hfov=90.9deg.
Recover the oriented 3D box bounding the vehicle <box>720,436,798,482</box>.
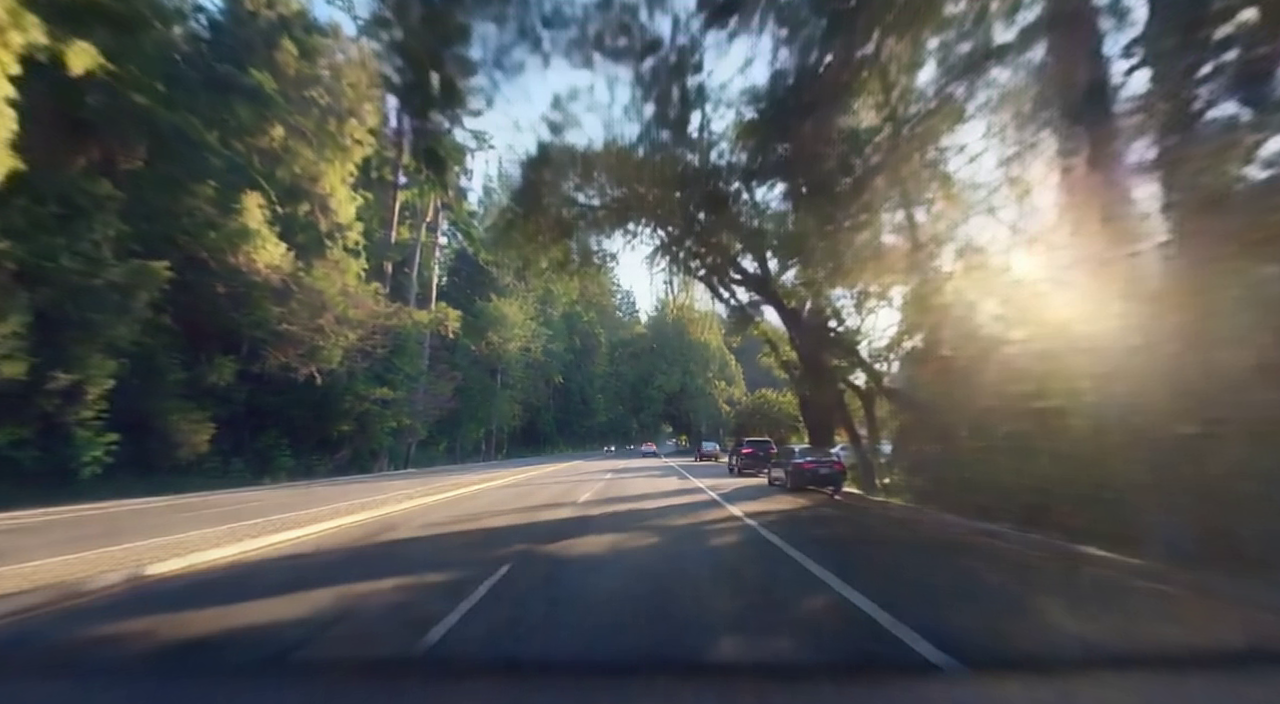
[{"bbox_3d":[4.852,4.434,26.482,2.205,1.728,4.855,0,-8,-1],"label":"vehicle"}]

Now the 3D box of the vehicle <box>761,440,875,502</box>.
[{"bbox_3d":[4.870,3.296,18.012,1.920,1.514,4.746,0,-8,1],"label":"vehicle"}]

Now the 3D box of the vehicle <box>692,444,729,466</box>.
[{"bbox_3d":[5.079,7.484,45.869,2.184,1.496,4.615,0,-8,1],"label":"vehicle"}]
